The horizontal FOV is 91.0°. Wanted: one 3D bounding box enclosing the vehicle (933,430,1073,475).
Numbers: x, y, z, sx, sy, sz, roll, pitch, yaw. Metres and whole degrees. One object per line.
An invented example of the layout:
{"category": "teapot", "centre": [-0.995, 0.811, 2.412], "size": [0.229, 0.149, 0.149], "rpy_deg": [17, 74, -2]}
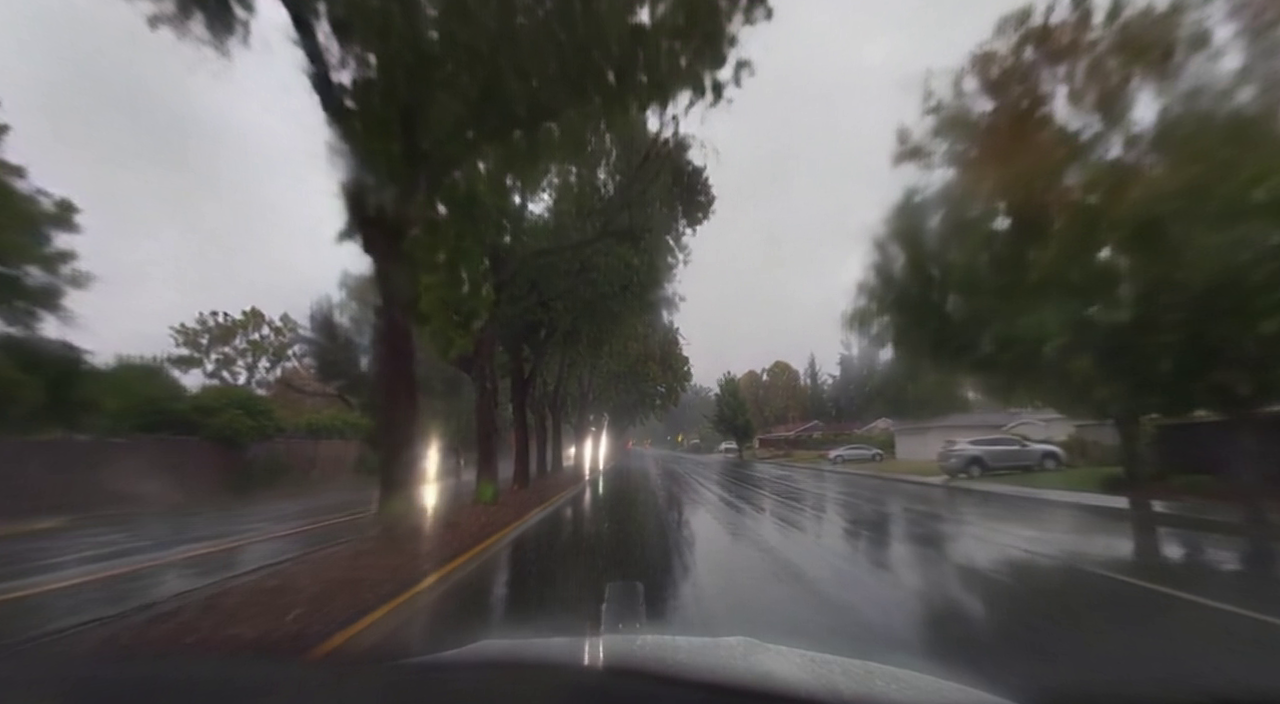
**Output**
{"category": "vehicle", "centre": [14.433, 4.007, 25.228], "size": [4.386, 1.711, 1.929], "rpy_deg": [0, -8, 1]}

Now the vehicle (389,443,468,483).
{"category": "vehicle", "centre": [-9.831, 5.190, 29.711], "size": [2.000, 1.728, 4.587], "rpy_deg": [0, -8, 2]}

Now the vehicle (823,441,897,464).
{"category": "vehicle", "centre": [15.659, 7.154, 44.901], "size": [4.500, 1.390, 1.864], "rpy_deg": [-1, -7, -3]}
